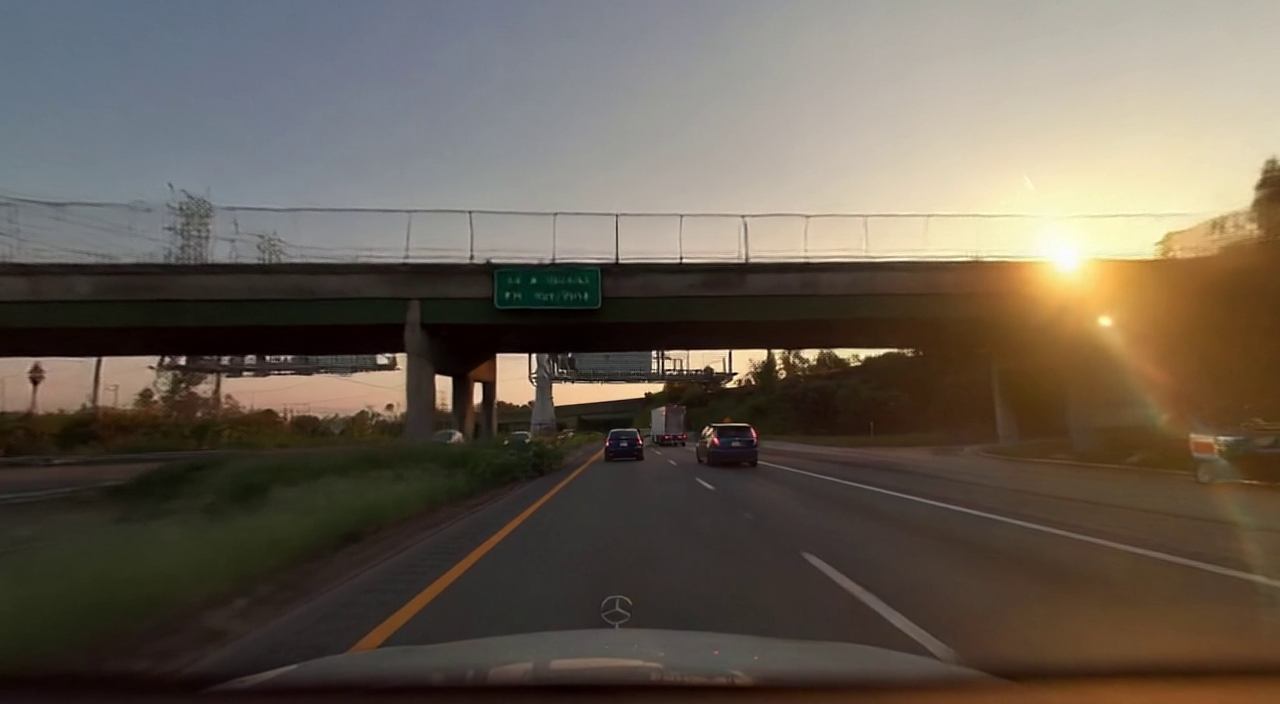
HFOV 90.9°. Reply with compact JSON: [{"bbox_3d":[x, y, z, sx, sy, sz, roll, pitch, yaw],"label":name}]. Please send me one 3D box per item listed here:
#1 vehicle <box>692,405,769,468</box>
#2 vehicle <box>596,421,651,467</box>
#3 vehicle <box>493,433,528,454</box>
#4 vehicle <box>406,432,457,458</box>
[{"bbox_3d":[3.823,3.717,27.842,2.387,2.506,5.374,0,-8,-2],"label":"vehicle"},{"bbox_3d":[-0.671,3.792,26.096,2.073,1.750,4.116,0,-8,-2],"label":"vehicle"},{"bbox_3d":[-9.968,7.048,48.787,1.952,1.507,4.281,0,-8,-1],"label":"vehicle"},{"bbox_3d":[-14.264,6.392,43.363,2.056,1.689,4.491,0,-8,-1],"label":"vehicle"}]
